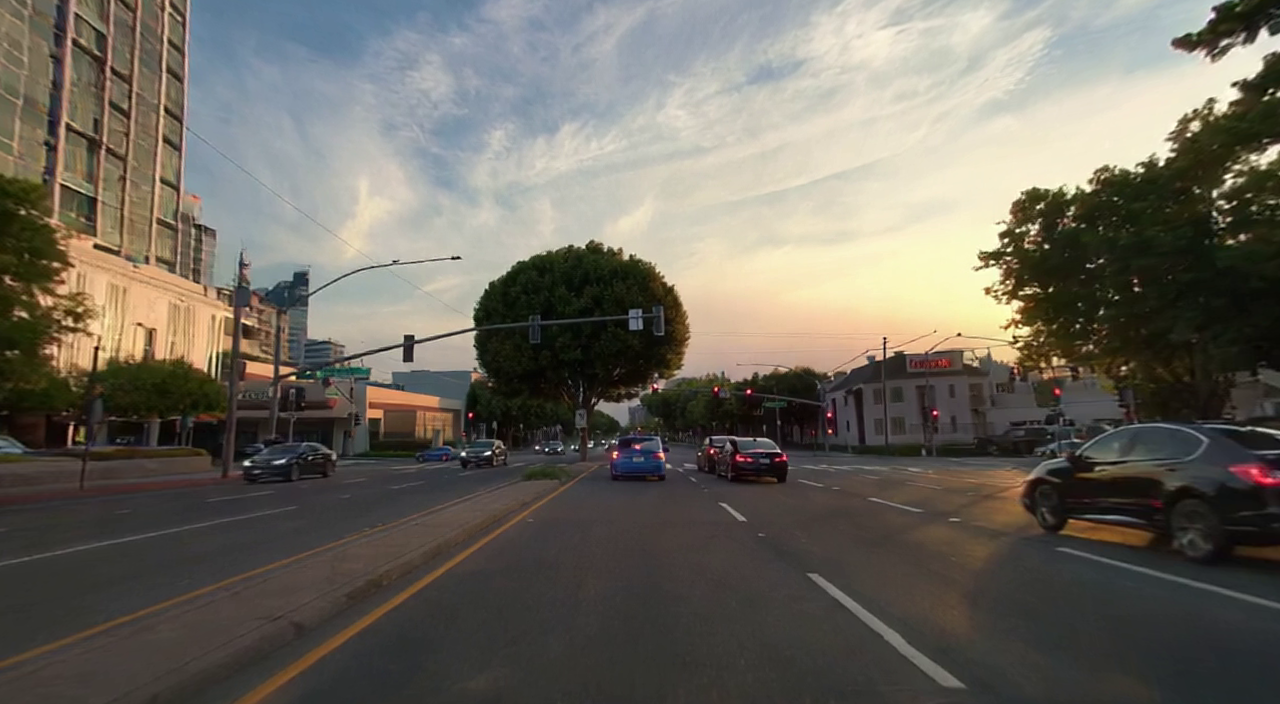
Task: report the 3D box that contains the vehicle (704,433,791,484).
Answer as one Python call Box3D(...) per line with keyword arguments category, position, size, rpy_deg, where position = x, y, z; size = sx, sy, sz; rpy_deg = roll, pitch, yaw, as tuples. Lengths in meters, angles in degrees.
Box3D(category="vehicle", position=(3.454, 3.530, 21.195), size=(2.018, 1.491, 4.544), rpy_deg=(0, -9, -1))

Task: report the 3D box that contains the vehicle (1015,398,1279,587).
Box3D(category="vehicle", position=(7.167, 1.608, 7.759), size=(2.177, 1.774, 4.743), rpy_deg=(0, -9, 0))

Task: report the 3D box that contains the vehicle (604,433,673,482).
Box3D(category="vehicle", position=(-0.071, 3.502, 21.168), size=(2.087, 1.468, 4.014), rpy_deg=(0, -9, -1))

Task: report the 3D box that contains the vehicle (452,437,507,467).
Box3D(category="vehicle", position=(-8.699, 5.461, 34.606), size=(1.965, 1.530, 3.883), rpy_deg=(0, -9, 0))

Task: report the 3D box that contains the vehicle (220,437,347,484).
Box3D(category="vehicle", position=(-12.794, 3.919, 23.056), size=(1.930, 1.529, 4.303), rpy_deg=(0, -9, 3))
